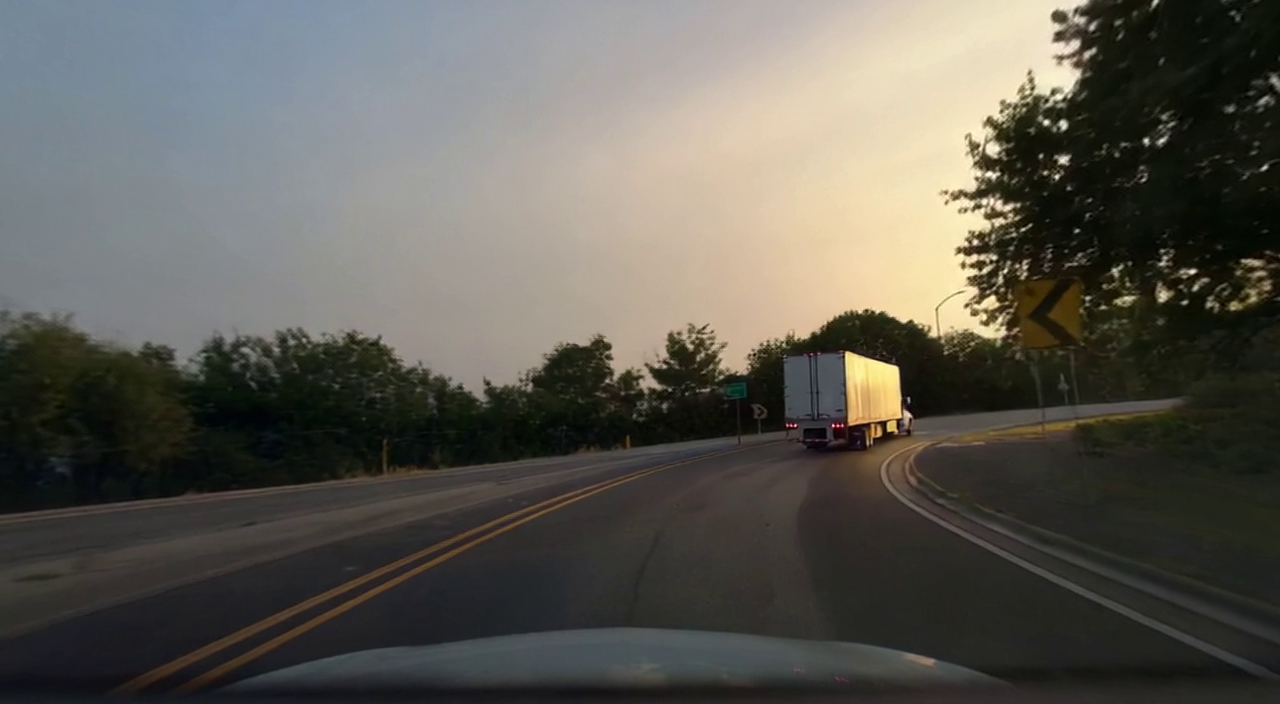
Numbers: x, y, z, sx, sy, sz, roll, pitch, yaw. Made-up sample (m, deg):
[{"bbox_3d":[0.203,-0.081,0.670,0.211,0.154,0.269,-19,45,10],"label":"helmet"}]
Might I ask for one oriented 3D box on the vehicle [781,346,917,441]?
[{"bbox_3d":[10.083,2.300,29.327,2.837,3.712,10.484,-6,-10,35],"label":"vehicle"}]
